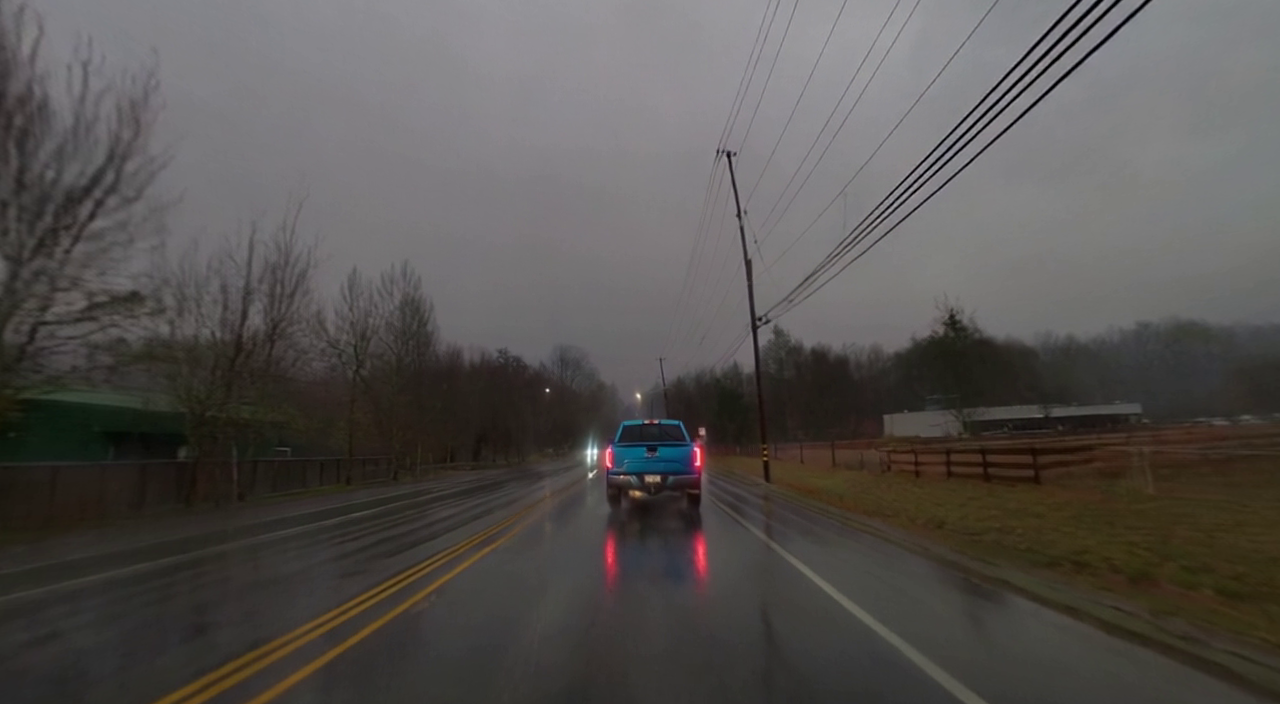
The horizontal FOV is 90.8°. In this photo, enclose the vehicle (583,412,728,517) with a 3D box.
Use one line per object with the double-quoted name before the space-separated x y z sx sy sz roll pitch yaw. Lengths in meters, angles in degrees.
"vehicle" 0.242 2.563 14.972 2.693 1.941 6.356 0 -9 -1
